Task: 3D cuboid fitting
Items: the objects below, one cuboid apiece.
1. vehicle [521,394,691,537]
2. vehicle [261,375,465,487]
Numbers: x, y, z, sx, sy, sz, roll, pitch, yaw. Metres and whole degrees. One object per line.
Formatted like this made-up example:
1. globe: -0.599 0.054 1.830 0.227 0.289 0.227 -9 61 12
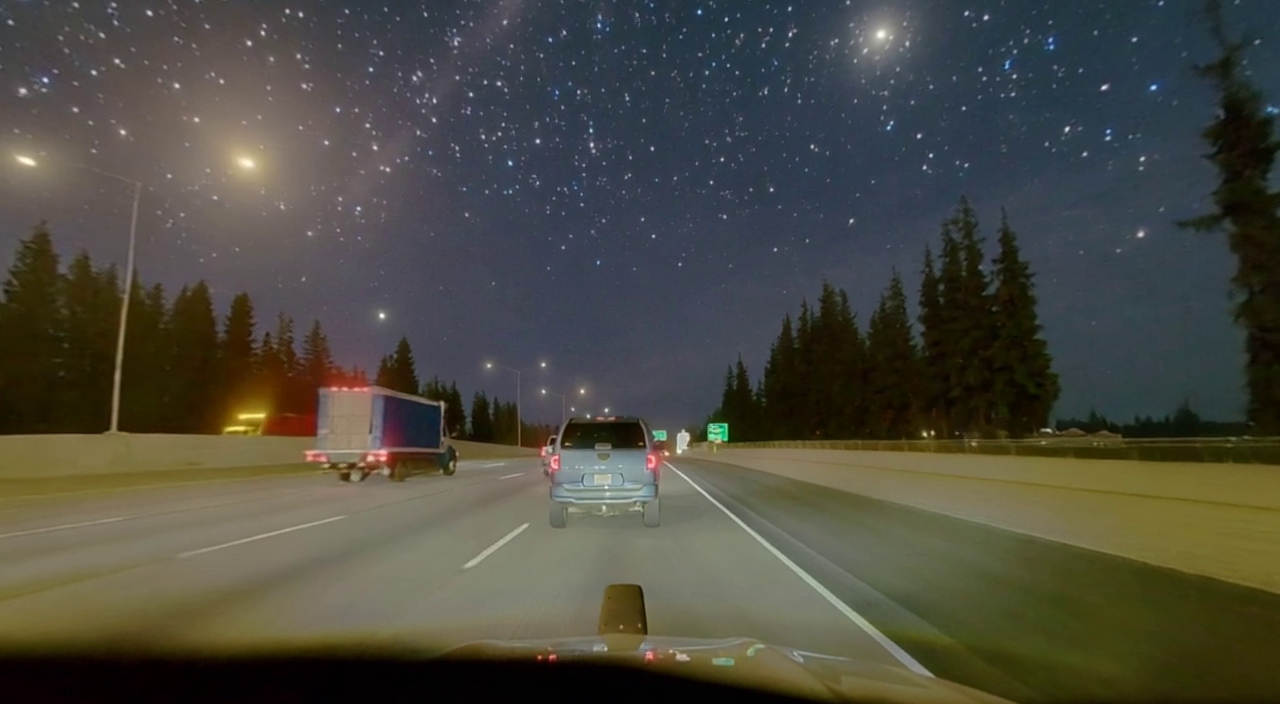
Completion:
1. vehicle: -0.494 1.958 11.386 2.395 2.013 4.734 0 -8 0
2. vehicle: -10.848 3.495 26.996 3.347 3.686 12.113 0 -8 -1
